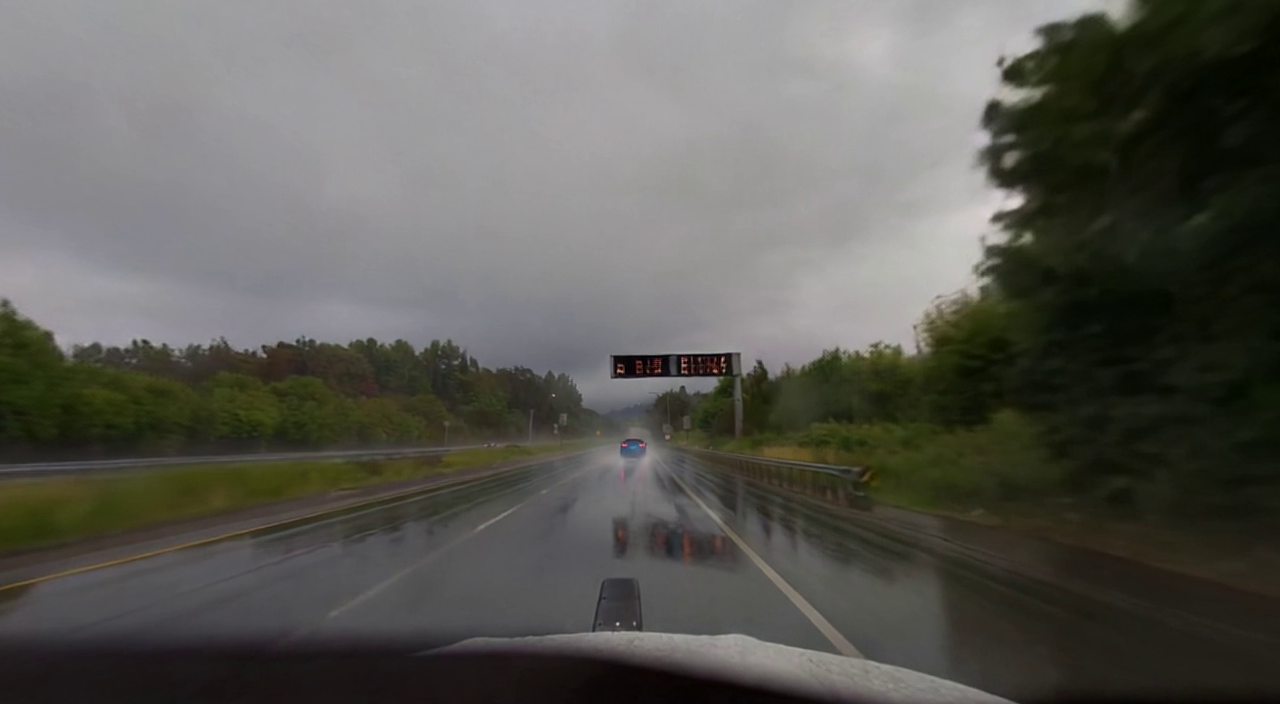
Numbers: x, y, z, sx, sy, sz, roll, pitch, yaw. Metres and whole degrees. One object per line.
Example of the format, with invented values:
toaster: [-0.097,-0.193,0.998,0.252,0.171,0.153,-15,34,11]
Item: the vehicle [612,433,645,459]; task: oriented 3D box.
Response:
vehicle: [-0.805,6.543,43.828,2.180,1.717,4.139,0,-8,-1]
